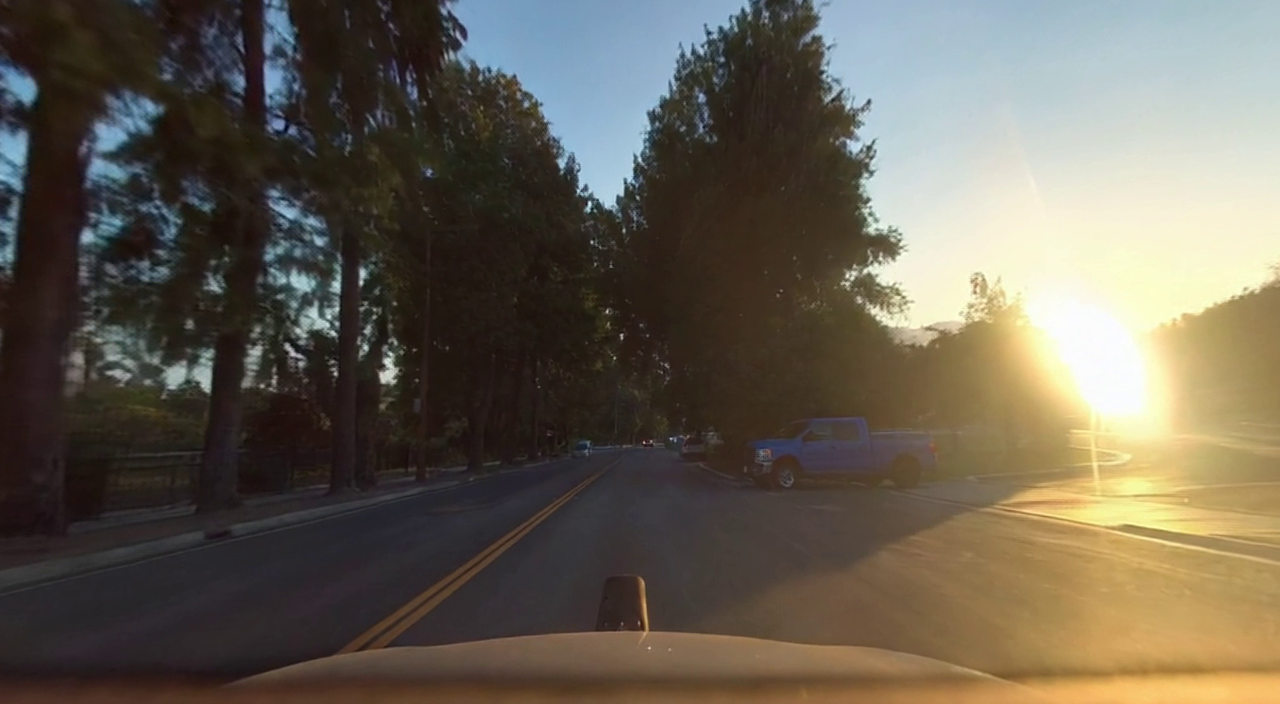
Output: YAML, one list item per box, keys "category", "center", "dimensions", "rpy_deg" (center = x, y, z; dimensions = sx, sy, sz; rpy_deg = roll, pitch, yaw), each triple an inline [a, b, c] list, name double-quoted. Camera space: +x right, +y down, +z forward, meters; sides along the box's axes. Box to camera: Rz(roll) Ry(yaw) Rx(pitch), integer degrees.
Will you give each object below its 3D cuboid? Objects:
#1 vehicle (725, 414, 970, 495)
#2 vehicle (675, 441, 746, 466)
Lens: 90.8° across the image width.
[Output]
- category: "vehicle"
  center: [6.233, 3.168, 19.776]
  dimensions: [6.645, 2.298, 2.763]
  rpy_deg: [0, -9, -3]
- category: "vehicle"
  center: [5.032, 7.319, 45.471]
  dimensions: [4.791, 1.706, 1.963]
  rpy_deg: [1, -9, -5]
